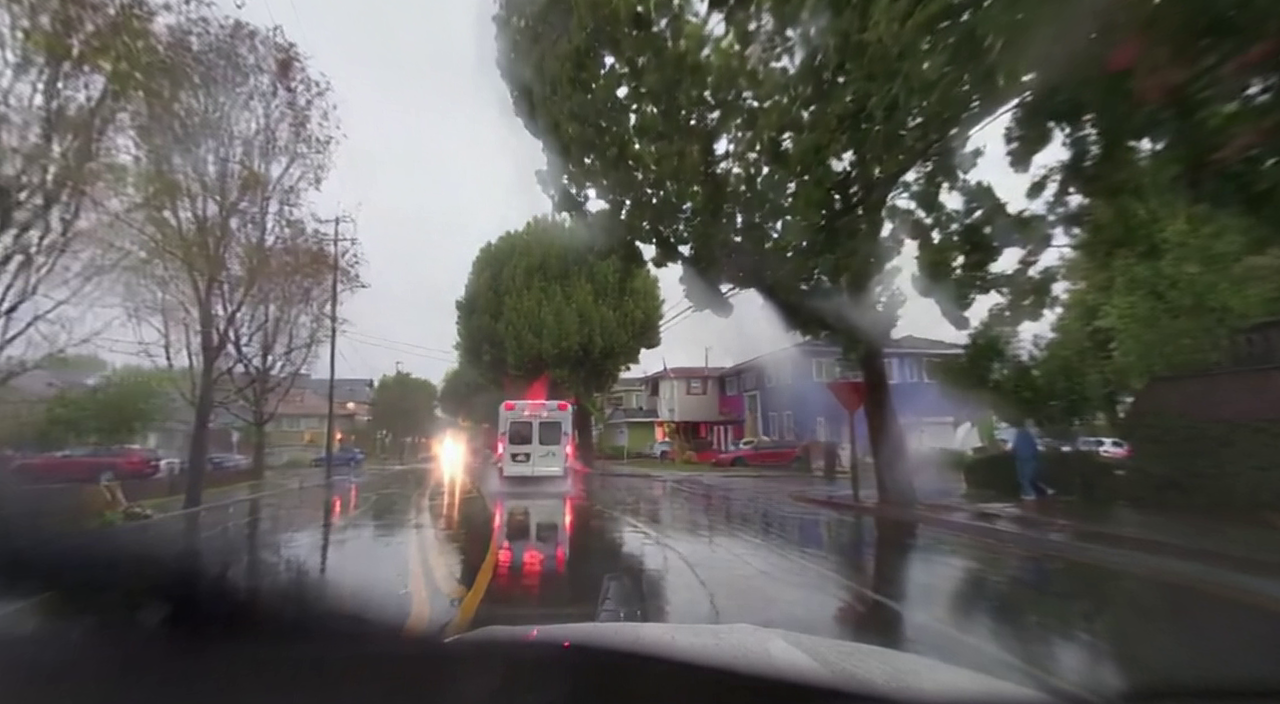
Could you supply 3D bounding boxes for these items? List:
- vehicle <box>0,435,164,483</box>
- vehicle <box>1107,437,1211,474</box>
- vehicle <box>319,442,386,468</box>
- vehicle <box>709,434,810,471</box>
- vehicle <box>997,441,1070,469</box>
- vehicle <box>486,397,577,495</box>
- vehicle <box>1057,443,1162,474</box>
[{"bbox_3d":[-23.497,4.377,25.749,5.910,1.681,2.579,1,-11,-16],"label":"vehicle"},{"bbox_3d":[27.400,5.465,33.566,1.894,1.784,4.355,-1,-8,3],"label":"vehicle"},{"bbox_3d":[-20.702,7.392,45.431,4.502,1.810,2.056,-5,-9,28],"label":"vehicle"},{"bbox_3d":[6.754,5.739,36.261,5.270,1.966,2.329,-1,-8,0],"label":"vehicle"},{"bbox_3d":[25.033,6.517,40.386,1.899,1.635,4.603,-1,-8,4],"label":"vehicle"},{"bbox_3d":[-3.512,2.932,19.974,2.444,2.640,5.482,1,-8,-12],"label":"vehicle"},{"bbox_3d":[24.840,5.639,33.700,1.861,1.470,4.867,-1,-8,0],"label":"vehicle"}]
